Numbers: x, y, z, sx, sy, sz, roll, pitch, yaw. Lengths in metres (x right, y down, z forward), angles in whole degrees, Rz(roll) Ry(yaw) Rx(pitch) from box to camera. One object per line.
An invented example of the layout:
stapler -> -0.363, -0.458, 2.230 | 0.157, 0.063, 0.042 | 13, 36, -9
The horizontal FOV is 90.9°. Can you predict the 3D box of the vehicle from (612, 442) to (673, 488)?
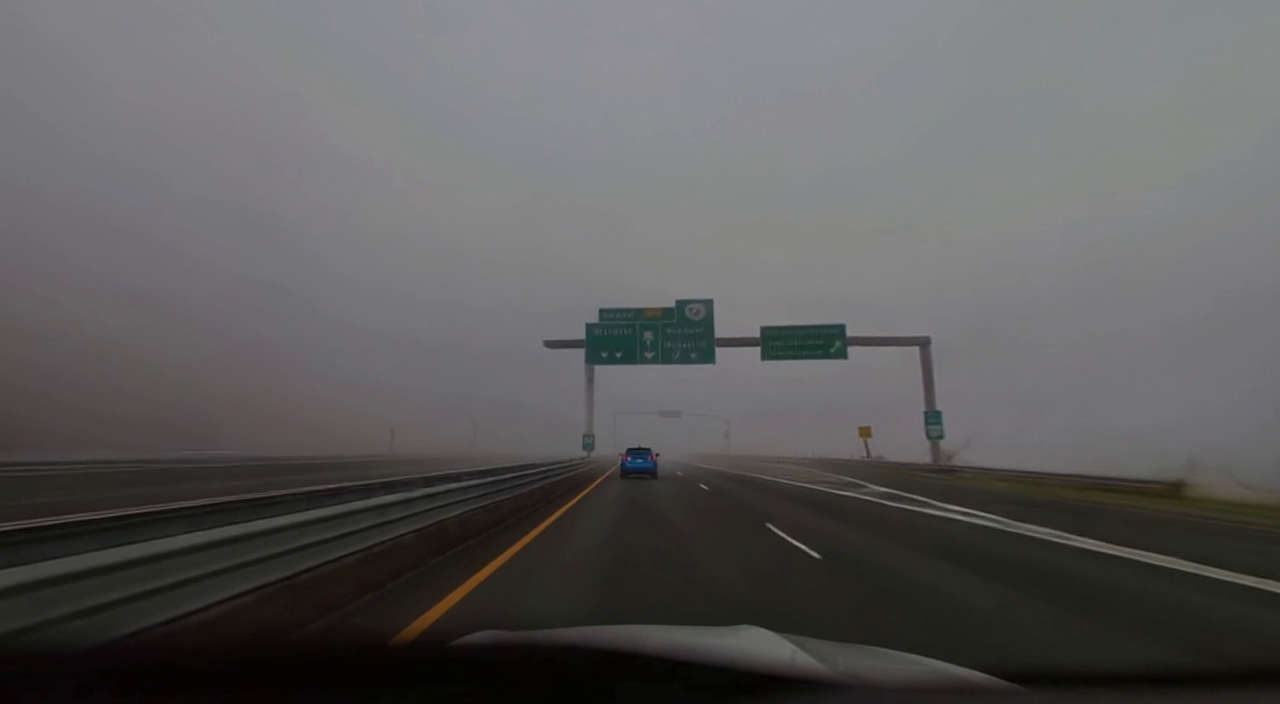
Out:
vehicle -> 0.075, 4.147, 23.407 | 2.069, 1.523, 4.012 | 0, -9, -1
